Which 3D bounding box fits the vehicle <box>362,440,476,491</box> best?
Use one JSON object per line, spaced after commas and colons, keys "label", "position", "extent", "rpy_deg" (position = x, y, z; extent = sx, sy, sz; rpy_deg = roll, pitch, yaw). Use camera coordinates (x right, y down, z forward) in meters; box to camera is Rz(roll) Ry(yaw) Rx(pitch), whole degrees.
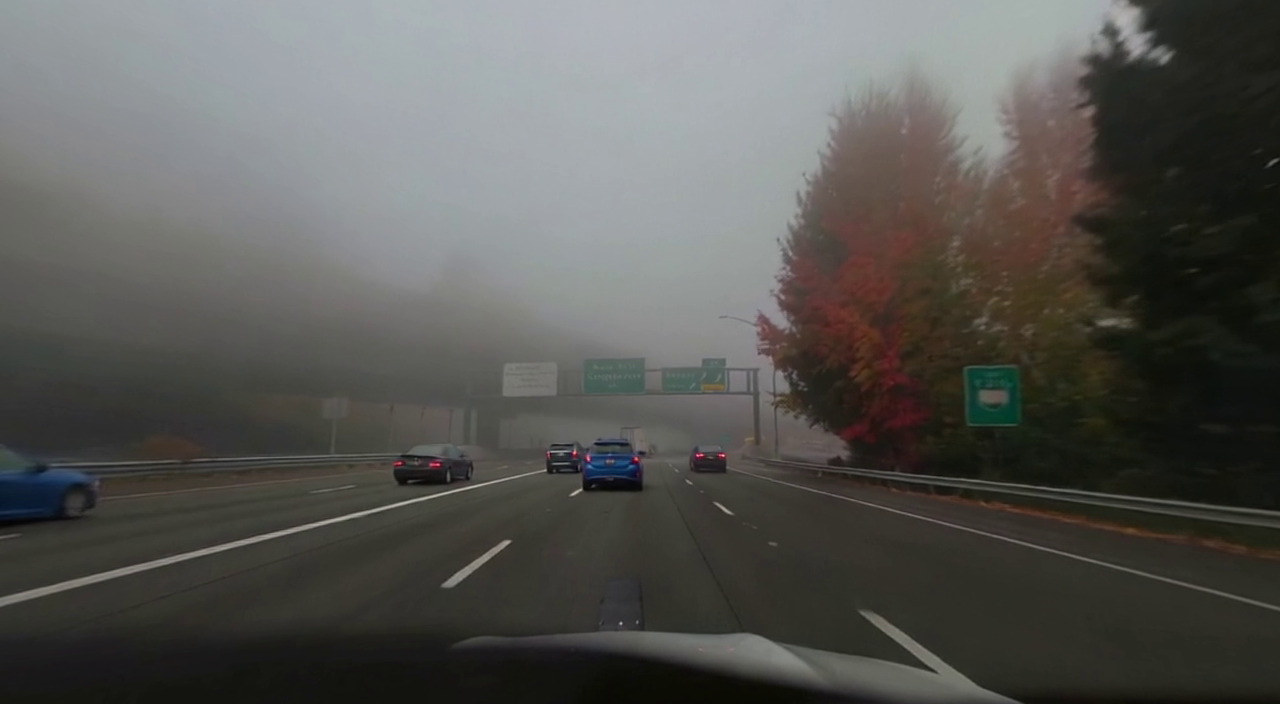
{"label": "vehicle", "position": [-7.238, 3.773, 21.259], "extent": [2.057, 1.496, 4.661], "rpy_deg": [0, -9, 1]}

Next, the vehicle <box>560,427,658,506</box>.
{"label": "vehicle", "position": [-0.625, 2.919, 16.472], "extent": [2.101, 1.742, 4.495], "rpy_deg": [0, -9, 3]}

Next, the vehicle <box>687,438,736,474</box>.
{"label": "vehicle", "position": [3.774, 5.586, 34.016], "extent": [2.193, 1.778, 4.488], "rpy_deg": [0, -9, 1]}
